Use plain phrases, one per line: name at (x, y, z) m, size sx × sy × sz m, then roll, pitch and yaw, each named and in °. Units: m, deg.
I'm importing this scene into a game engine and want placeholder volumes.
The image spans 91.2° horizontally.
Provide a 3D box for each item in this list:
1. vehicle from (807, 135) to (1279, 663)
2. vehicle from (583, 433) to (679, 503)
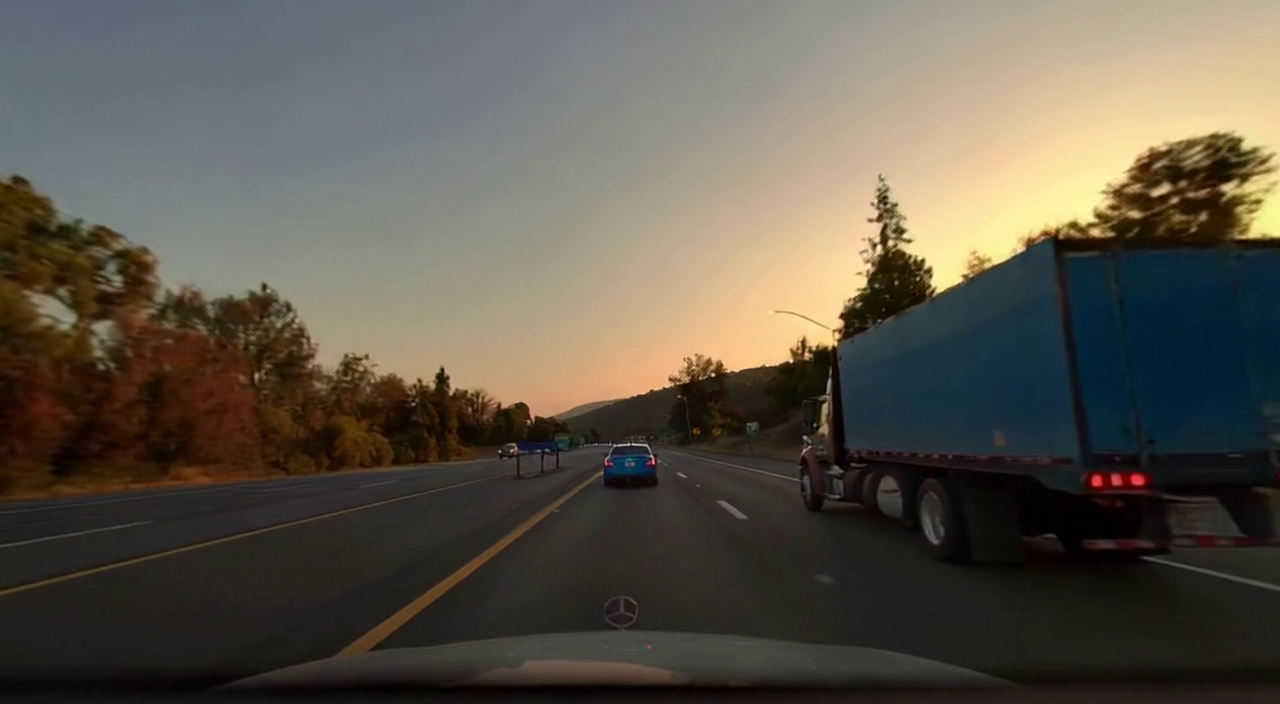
vehicle at (4.433, 0.713, 7.352) m, size 2.791 × 3.201 × 7.145 m, roll 0°, pitch -9°, yaw -1°
vehicle at (-0.215, 2.807, 15.501) m, size 2.066 × 1.490 × 3.759 m, roll 0°, pitch -9°, yaw -1°
